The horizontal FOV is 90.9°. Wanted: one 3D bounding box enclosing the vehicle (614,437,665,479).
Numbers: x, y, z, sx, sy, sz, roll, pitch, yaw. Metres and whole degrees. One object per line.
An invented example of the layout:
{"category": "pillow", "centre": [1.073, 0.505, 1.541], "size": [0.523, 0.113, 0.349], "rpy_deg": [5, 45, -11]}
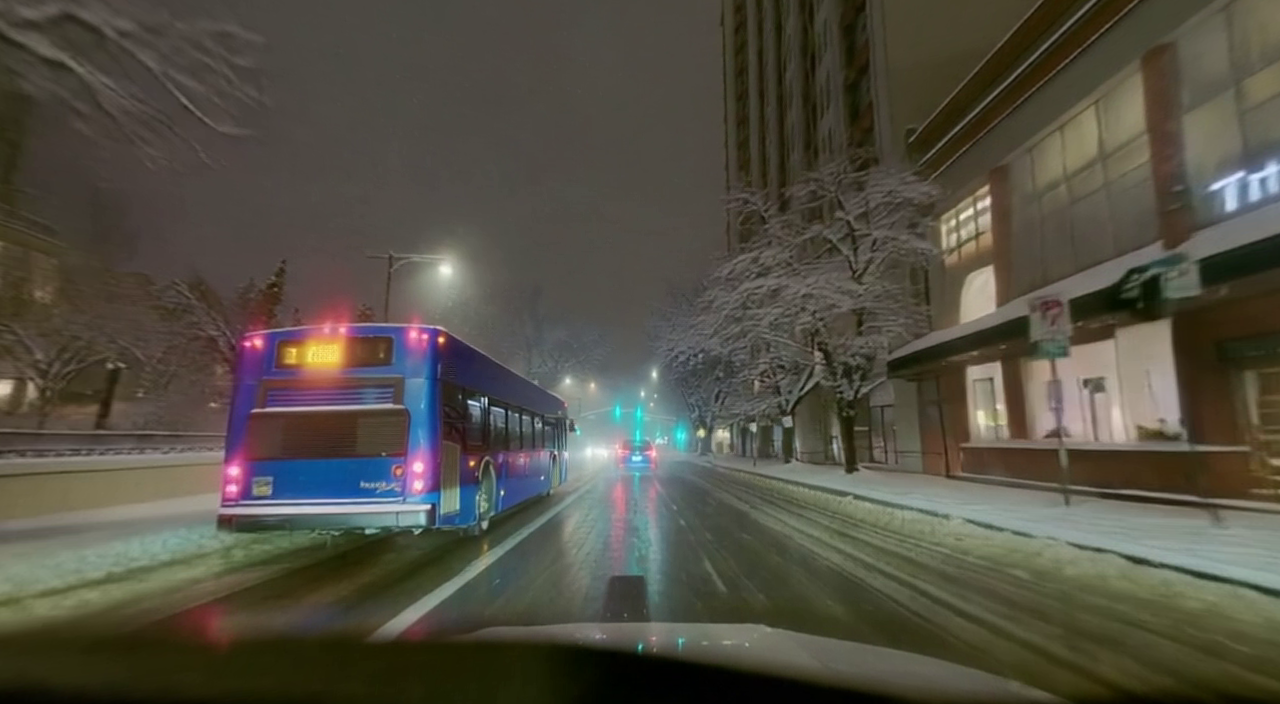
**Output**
{"category": "vehicle", "centre": [0.001, 4.646, 27.899], "size": [2.120, 1.727, 3.917], "rpy_deg": [0, -8, 1]}

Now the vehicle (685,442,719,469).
{"category": "vehicle", "centre": [4.374, 7.401, 45.284], "size": [2.138, 1.787, 4.522], "rpy_deg": [-1, -8, 2]}

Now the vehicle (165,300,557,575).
{"category": "vehicle", "centre": [-3.496, 1.319, 11.003], "size": [2.920, 2.884, 8.588], "rpy_deg": [1, -6, 0]}
